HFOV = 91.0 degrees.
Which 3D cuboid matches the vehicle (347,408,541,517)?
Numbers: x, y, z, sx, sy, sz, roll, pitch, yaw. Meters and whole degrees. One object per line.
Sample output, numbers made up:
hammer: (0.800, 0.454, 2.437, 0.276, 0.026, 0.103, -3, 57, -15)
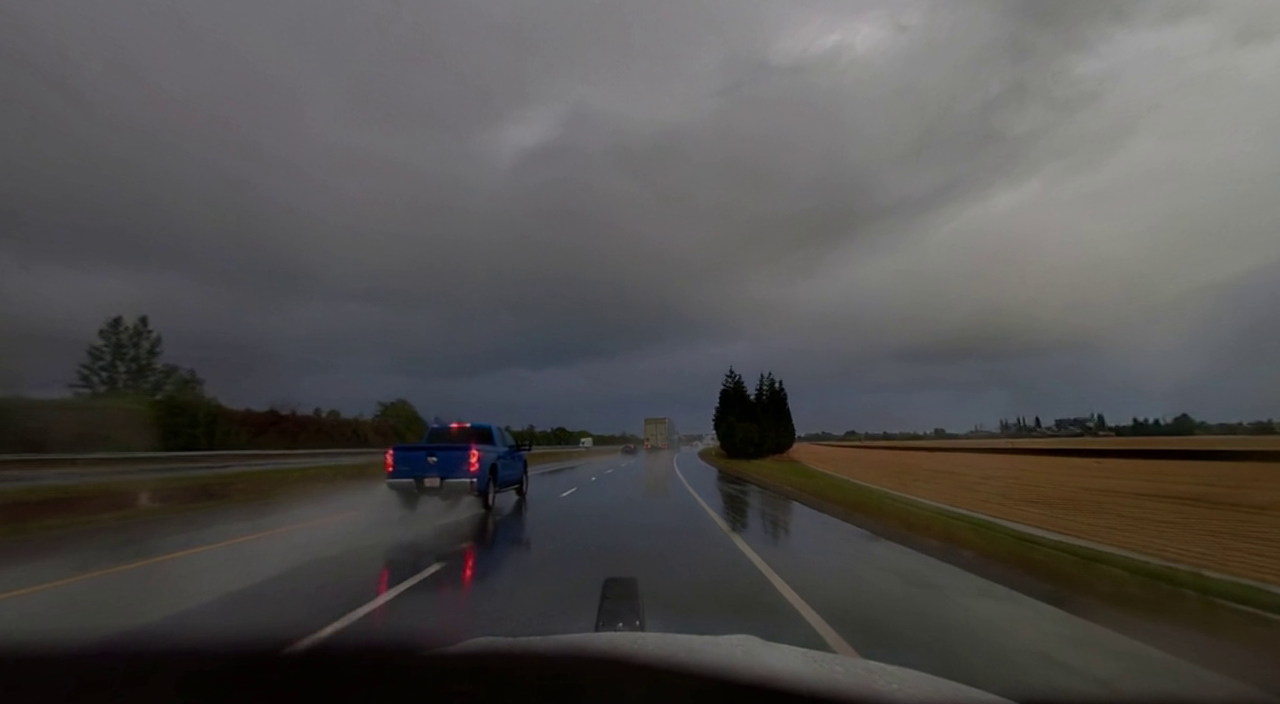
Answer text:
vehicle: (-3.699, 2.241, 13.123, 2.295, 1.815, 4.983, 0, -9, 2)
